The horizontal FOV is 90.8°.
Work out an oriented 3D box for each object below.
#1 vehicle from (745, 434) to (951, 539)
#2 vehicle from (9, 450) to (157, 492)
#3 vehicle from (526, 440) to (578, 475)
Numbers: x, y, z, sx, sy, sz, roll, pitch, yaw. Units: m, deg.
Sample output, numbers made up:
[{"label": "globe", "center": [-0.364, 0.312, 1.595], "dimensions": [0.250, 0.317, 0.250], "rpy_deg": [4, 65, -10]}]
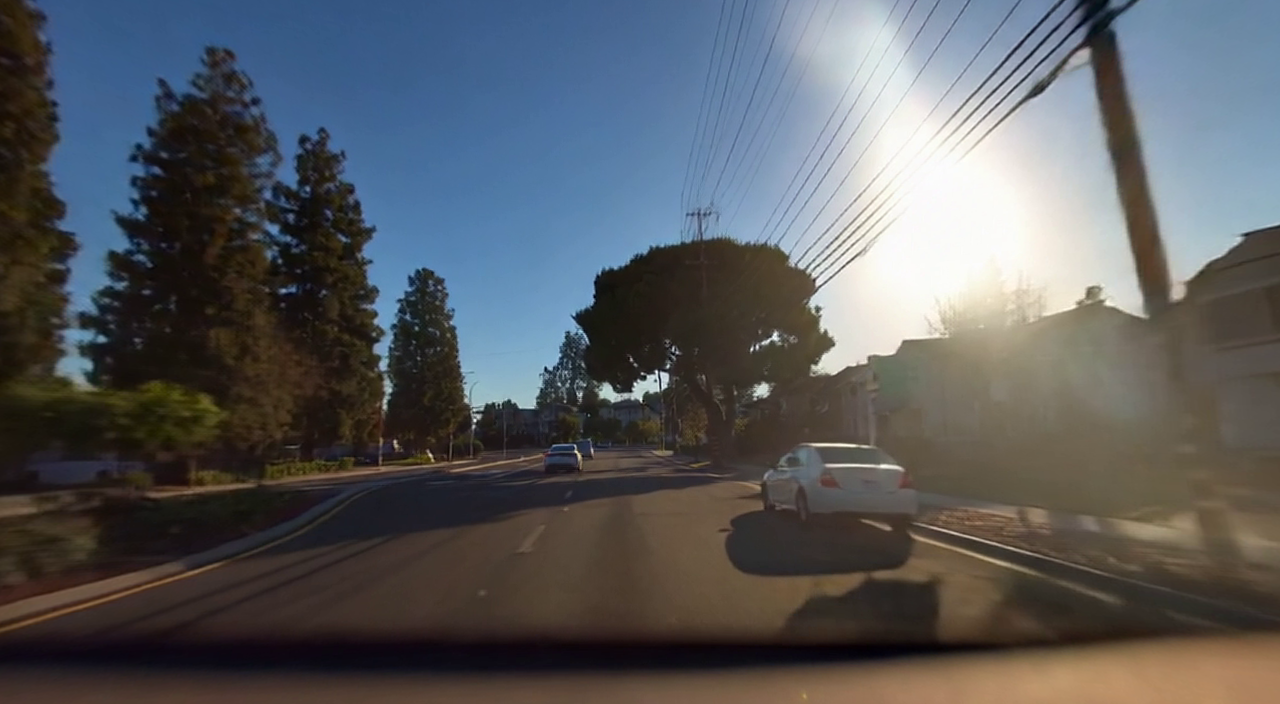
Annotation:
[{"label": "vehicle", "center": [3.328, 2.240, 11.288], "dimensions": [2.074, 1.450, 4.621], "rpy_deg": [0, -8, 0]}, {"label": "vehicle", "center": [-25.910, 5.515, 29.576], "dimensions": [4.661, 1.800, 2.045], "rpy_deg": [1, -8, -12]}, {"label": "vehicle", "center": [-4.014, 4.878, 29.583], "dimensions": [2.041, 1.471, 4.602], "rpy_deg": [0, -8, -3]}]
